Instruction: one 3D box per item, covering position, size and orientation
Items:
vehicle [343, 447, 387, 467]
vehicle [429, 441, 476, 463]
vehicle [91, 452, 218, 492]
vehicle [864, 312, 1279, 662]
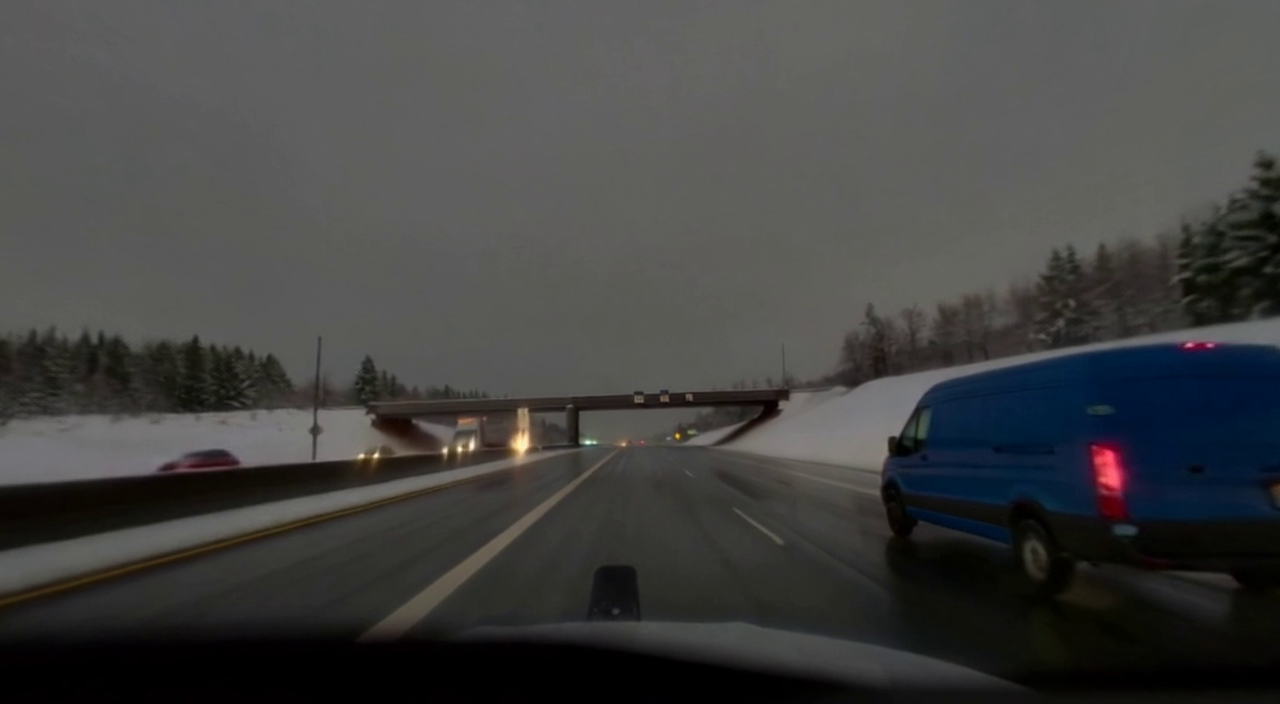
[{"bbox_3d":[-21.422,8.144,49.088,1.710,1.440,3.716,-1,-8,1],"label":"vehicle"},{"bbox_3d":[-13.439,7.187,45.411,1.923,1.526,4.507,-1,-8,1],"label":"vehicle"},{"bbox_3d":[-21.040,5.177,27.587,1.915,1.496,4.639,0,-8,-1],"label":"vehicle"},{"bbox_3d":[4.127,1.074,5.999,2.161,2.002,4.631,0,-8,-1],"label":"vehicle"}]
